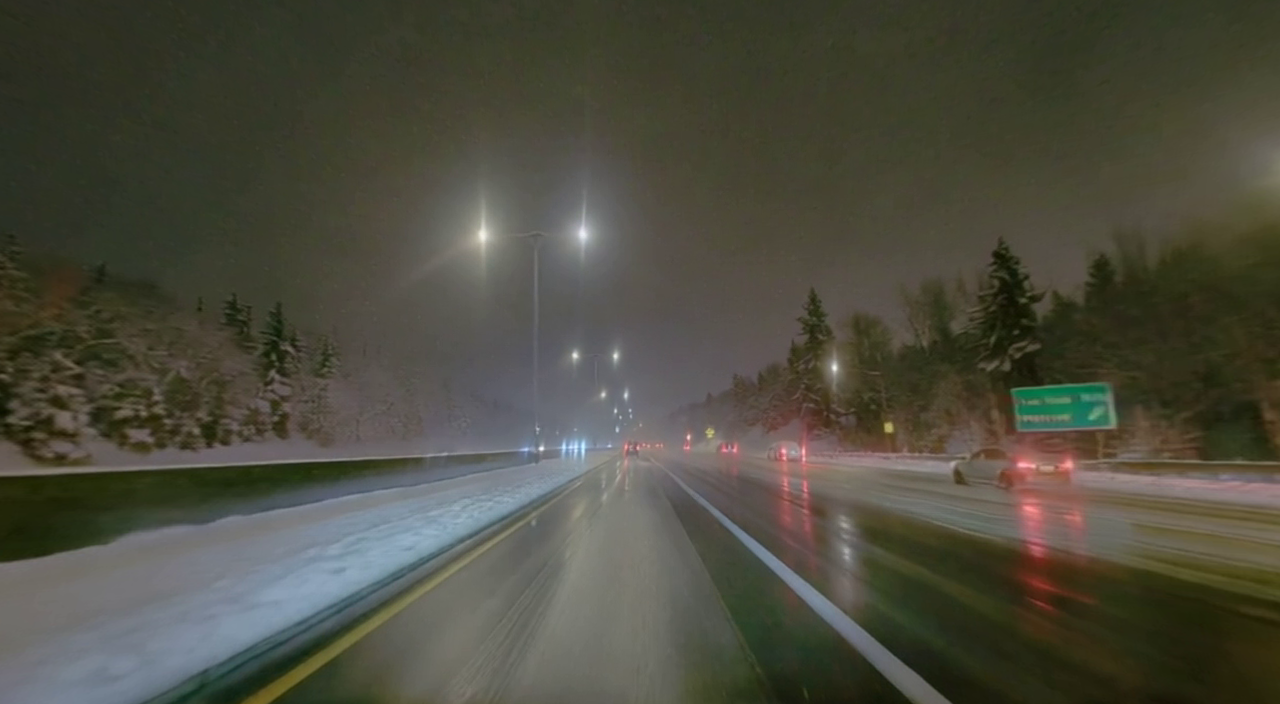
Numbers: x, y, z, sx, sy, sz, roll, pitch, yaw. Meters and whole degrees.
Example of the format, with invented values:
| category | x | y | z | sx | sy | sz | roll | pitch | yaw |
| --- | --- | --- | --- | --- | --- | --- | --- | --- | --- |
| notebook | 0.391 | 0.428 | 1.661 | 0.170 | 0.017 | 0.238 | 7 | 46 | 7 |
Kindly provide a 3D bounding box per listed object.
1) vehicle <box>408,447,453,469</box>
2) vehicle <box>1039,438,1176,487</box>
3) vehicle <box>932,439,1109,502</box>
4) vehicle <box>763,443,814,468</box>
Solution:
| category | x | y | z | sx | sy | sz | roll | pitch | yaw |
| --- | --- | --- | --- | --- | --- | --- | --- | --- | --- |
| vehicle | -14.800 | 7.519 | 44.839 | 1.895 | 1.444 | 3.835 | 0 | -9 | 0 |
| vehicle | 15.793 | 3.729 | 21.571 | 2.354 | 1.516 | 3.035 | 0 | -8 | 3 |
| vehicle | 10.526 | 3.296 | 18.071 | 1.962 | 1.536 | 4.945 | 1 | -9 | -1 |
| vehicle | 9.641 | 6.750 | 41.309 | 2.075 | 1.496 | 4.573 | 1 | -9 | -2 |
